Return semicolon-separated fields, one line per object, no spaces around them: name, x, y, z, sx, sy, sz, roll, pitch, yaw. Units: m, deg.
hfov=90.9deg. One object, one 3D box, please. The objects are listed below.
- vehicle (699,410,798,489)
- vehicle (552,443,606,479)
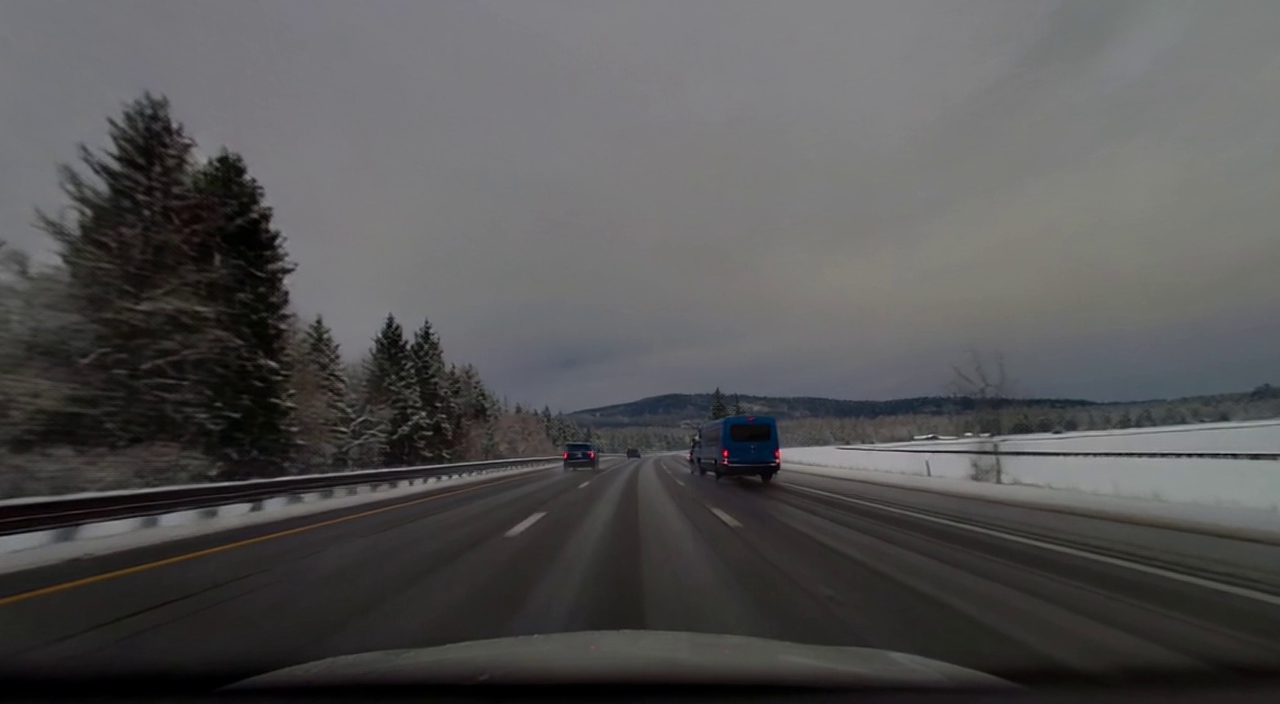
vehicle;3.974;3.808;24.589;2.614;2.655;6.429;0;-9;-1
vehicle;-2.852;5.246;30.584;2.020;1.619;4.690;0;-9;1
